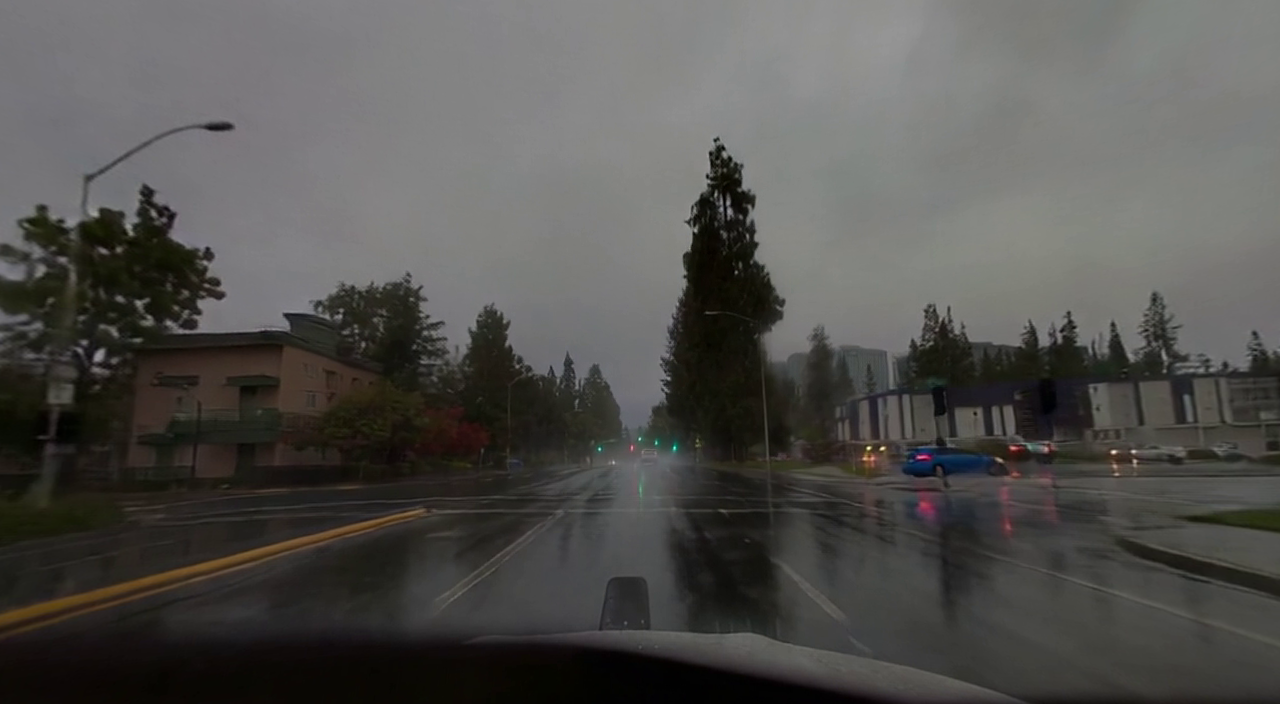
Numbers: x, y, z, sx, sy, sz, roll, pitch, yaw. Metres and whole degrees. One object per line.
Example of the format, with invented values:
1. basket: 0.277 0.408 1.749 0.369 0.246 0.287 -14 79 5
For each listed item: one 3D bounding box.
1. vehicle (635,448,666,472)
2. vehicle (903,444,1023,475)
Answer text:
1. vehicle: 0.775 8.132 47.555 2.200 1.653 4.127 0 -9 0
2. vehicle: 15.942 5.299 31.267 4.824 1.462 1.974 0 -9 -1
